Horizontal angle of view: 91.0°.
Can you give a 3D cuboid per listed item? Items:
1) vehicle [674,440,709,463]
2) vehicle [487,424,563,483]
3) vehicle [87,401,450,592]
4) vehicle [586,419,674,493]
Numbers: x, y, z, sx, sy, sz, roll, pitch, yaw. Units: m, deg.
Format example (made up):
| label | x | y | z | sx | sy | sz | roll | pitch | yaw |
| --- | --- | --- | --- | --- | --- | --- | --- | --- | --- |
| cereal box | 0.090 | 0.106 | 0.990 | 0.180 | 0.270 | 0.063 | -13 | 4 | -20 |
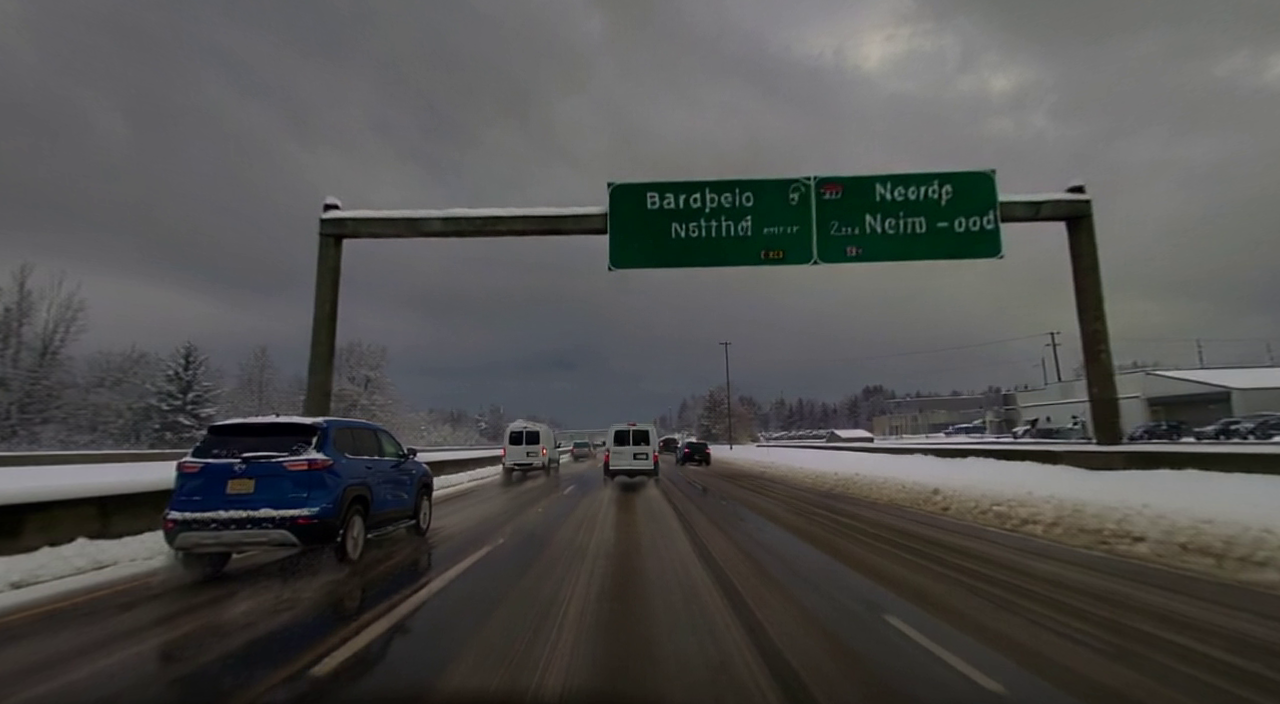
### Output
| label | x | y | z | sx | sy | sz | roll | pitch | yaw |
| --- | --- | --- | --- | --- | --- | --- | --- | --- | --- |
| vehicle | 3.547 | 6.897 | 43.990 | 1.999 | 1.494 | 3.833 | 0 | -8 | -3 |
| vehicle | -4.133 | 3.730 | 23.356 | 2.038 | 1.936 | 4.300 | 0 | -8 | -1 |
| vehicle | -4.034 | 1.612 | 7.944 | 1.972 | 1.703 | 4.333 | 0 | -8 | -1 |
| vehicle | -0.318 | 3.065 | 18.877 | 2.304 | 1.925 | 4.282 | 0 | -8 | -1 |
